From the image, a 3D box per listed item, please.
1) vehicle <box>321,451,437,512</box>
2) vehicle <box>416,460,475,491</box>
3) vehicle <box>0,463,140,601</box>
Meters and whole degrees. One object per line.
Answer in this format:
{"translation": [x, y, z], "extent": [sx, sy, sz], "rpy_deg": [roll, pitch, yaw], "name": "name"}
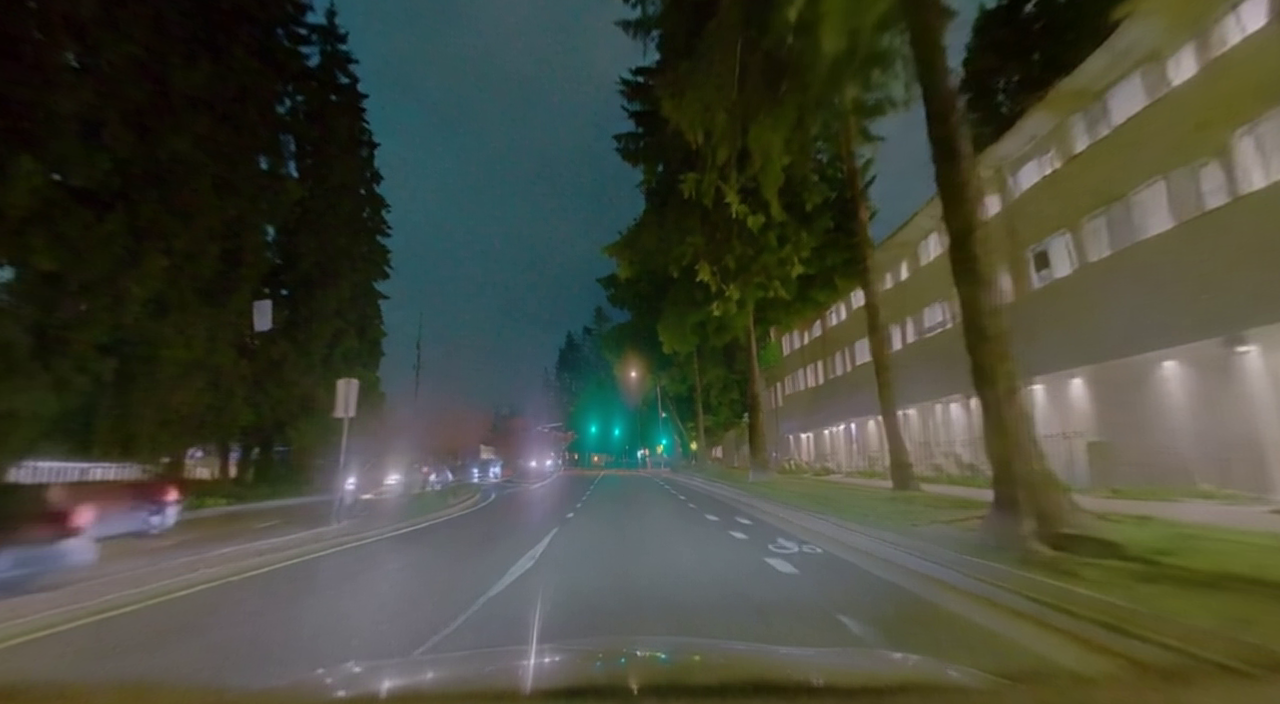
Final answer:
{"translation": [-8.865, 4.383, 21.920], "extent": [2.057, 1.805, 4.933], "rpy_deg": [0, -9, -2], "name": "vehicle"}
{"translation": [-10.923, 6.940, 35.671], "extent": [1.925, 1.503, 4.411], "rpy_deg": [0, -9, 1], "name": "vehicle"}
{"translation": [-8.237, 2.051, 6.841], "extent": [2.050, 1.486, 4.512], "rpy_deg": [-2, -9, -3], "name": "vehicle"}
